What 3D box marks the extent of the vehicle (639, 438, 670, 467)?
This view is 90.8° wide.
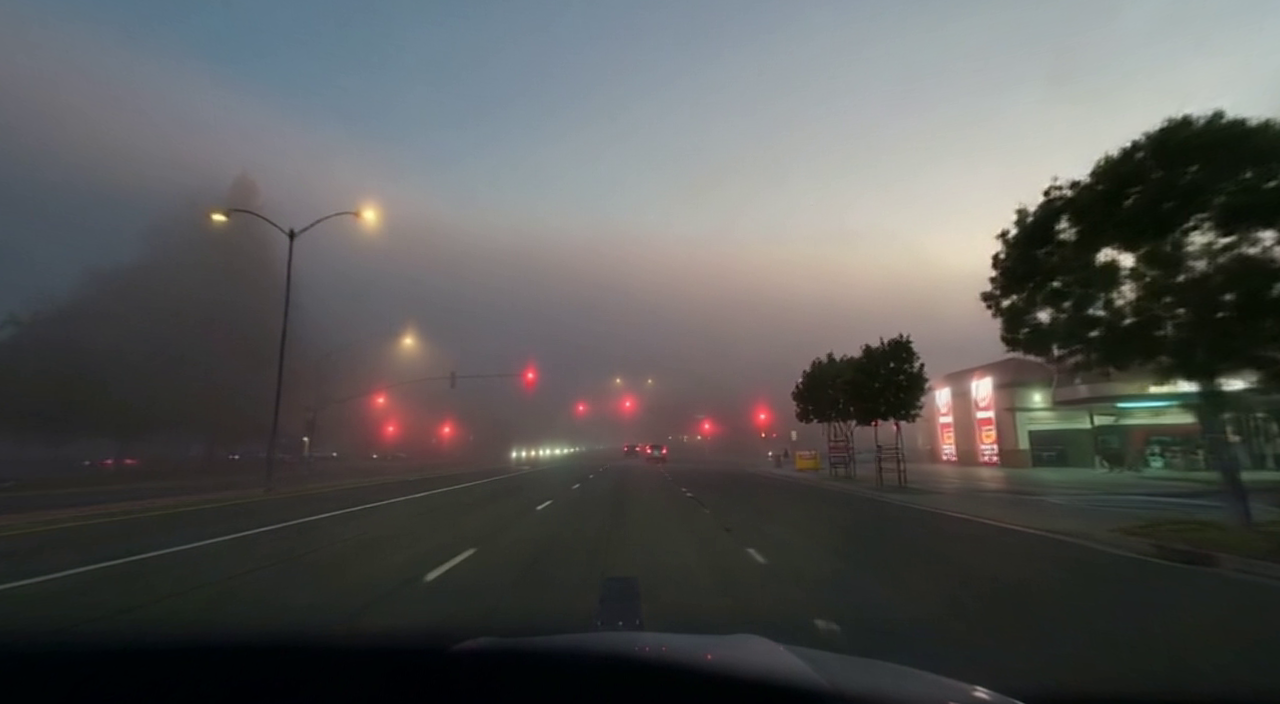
[{"bbox_3d":[1.095,7.173,45.136,2.096,1.961,4.259,0,-9,2],"label":"vehicle"}]
